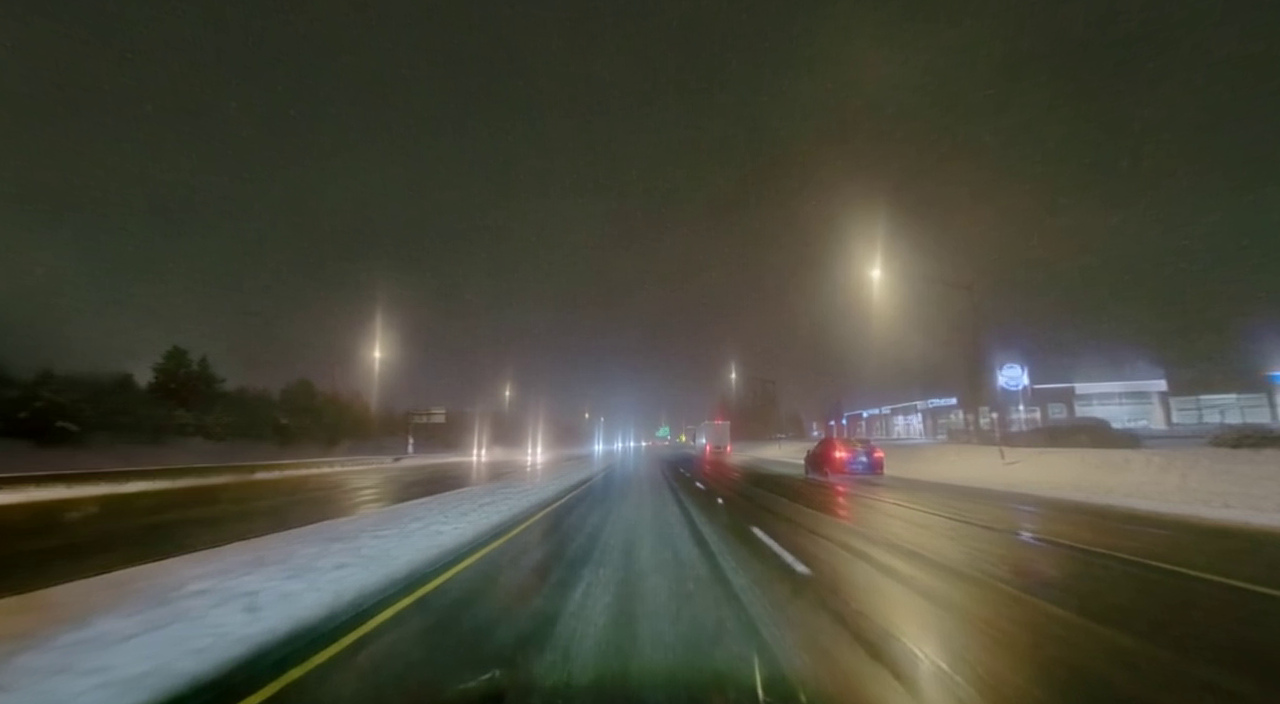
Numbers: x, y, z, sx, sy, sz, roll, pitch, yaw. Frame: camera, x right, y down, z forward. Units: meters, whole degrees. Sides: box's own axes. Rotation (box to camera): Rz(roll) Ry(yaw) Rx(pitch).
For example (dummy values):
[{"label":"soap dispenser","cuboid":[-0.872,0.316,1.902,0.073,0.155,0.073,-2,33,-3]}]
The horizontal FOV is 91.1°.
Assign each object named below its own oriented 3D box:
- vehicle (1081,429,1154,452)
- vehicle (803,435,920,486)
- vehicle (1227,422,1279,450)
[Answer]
[{"label":"vehicle","cuboid":[35.852,6.622,47.157,3.860,1.492,1.960,-3,-7,-2]},{"label":"vehicle","cuboid":[7.261,3.605,21.253,2.079,1.518,5.032,0,-8,-1]},{"label":"vehicle","cuboid":[43.442,5.717,42.890,1.947,1.722,4.943,-3,-7,3]}]
